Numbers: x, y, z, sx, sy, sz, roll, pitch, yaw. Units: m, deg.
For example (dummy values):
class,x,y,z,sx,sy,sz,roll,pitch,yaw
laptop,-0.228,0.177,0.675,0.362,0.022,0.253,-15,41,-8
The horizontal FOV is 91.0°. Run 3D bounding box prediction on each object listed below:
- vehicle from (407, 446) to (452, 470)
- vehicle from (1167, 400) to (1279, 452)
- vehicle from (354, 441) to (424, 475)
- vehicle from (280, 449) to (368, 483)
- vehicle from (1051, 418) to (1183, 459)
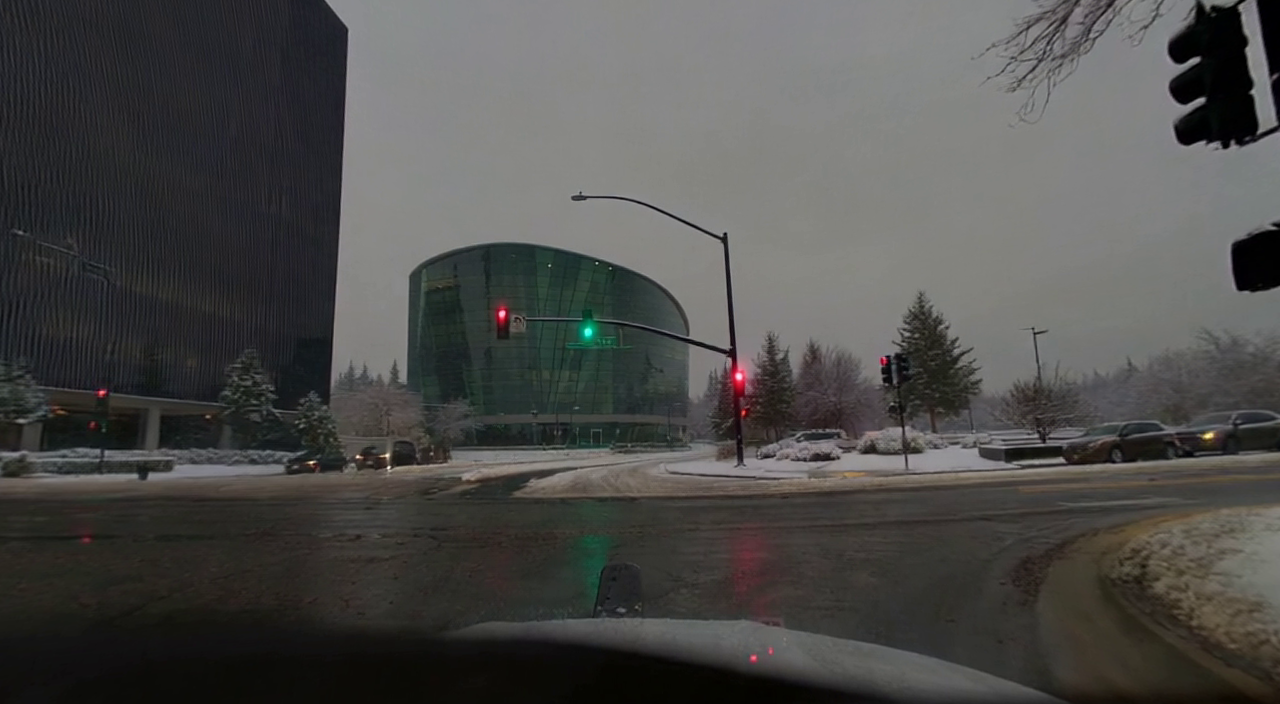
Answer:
class,x,y,z,sx,sy,sz,roll,pitch,yaw
vehicle,-15.146,7.641,45.577,1.932,1.605,4.146,1,-9,-2
vehicle,24.408,3.026,25.195,2.109,1.836,5.080,-2,-10,0
vehicle,-14.891,6.307,37.729,2.091,1.915,5.040,0,-9,0
vehicle,-14.805,5.333,29.794,1.790,1.437,4.349,0,-9,2
vehicle,19.072,3.524,25.495,1.834,1.480,4.458,0,-9,-1
